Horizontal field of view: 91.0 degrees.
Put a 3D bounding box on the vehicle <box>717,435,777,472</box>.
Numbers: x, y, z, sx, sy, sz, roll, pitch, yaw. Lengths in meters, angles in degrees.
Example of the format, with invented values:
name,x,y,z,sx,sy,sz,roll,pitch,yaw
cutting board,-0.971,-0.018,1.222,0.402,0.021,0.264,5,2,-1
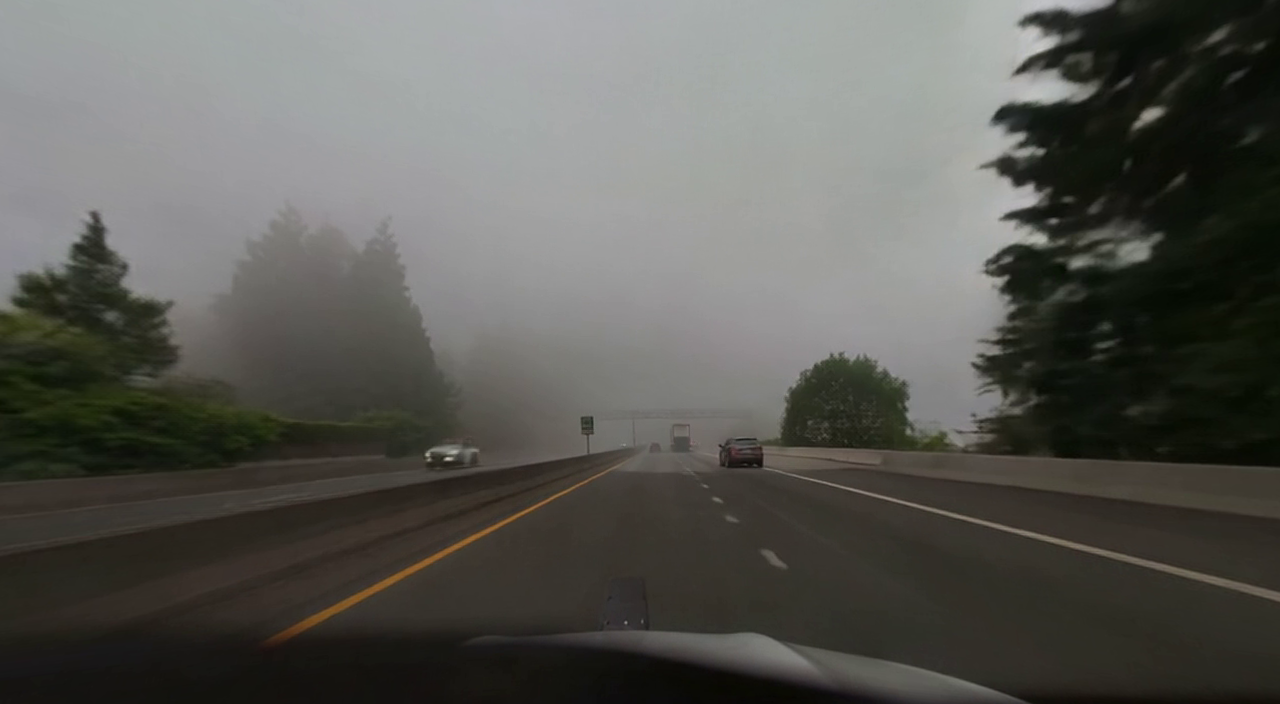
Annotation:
name,x,y,z,sx,sy,sz,roll,pitch,yaw
vehicle,4.719,4.537,28.339,1.954,1.550,4.140,0,-8,0

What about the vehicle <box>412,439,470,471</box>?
name,x,y,z,sx,sy,sz,roll,pitch,yaw
vehicle,-11.960,6.202,38.091,1.972,1.787,4.260,-1,-8,1
